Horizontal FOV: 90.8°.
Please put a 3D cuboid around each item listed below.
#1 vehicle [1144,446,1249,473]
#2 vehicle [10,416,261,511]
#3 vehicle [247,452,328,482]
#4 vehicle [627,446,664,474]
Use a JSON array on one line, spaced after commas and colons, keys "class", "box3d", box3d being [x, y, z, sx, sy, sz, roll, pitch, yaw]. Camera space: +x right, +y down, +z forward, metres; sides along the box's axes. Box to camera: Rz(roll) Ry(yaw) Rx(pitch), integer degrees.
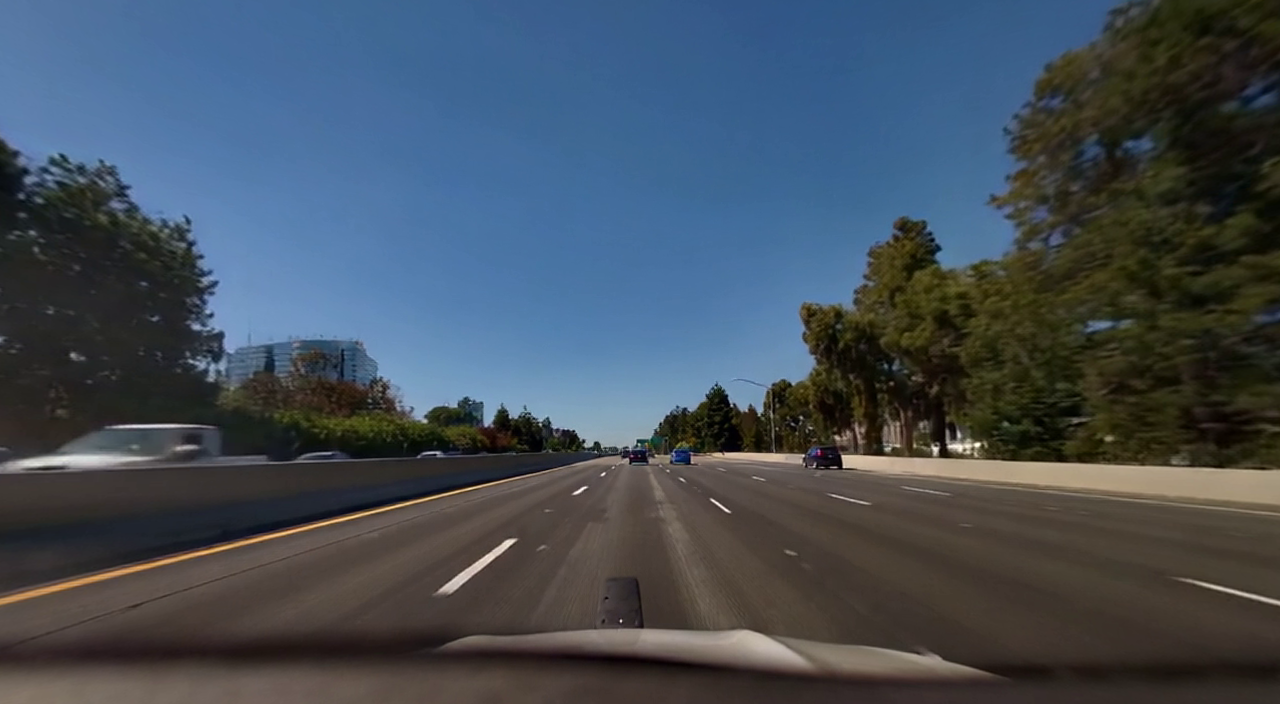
[{"class": "vehicle", "box3d": [31.770, 6.123, 36.251, 1.886, 1.450, 4.349, 0, -9, -3]}, {"class": "vehicle", "box3d": [-9.838, 2.205, 12.851, 1.853, 1.600, 4.030, 0, -8, -2]}, {"class": "vehicle", "box3d": [-18.076, 5.875, 32.612, 1.745, 1.302, 4.212, 0, -8, 0]}, {"class": "vehicle", "box3d": [0.277, 6.989, 41.207, 2.124, 1.673, 4.545, 0, -9, -3]}]
